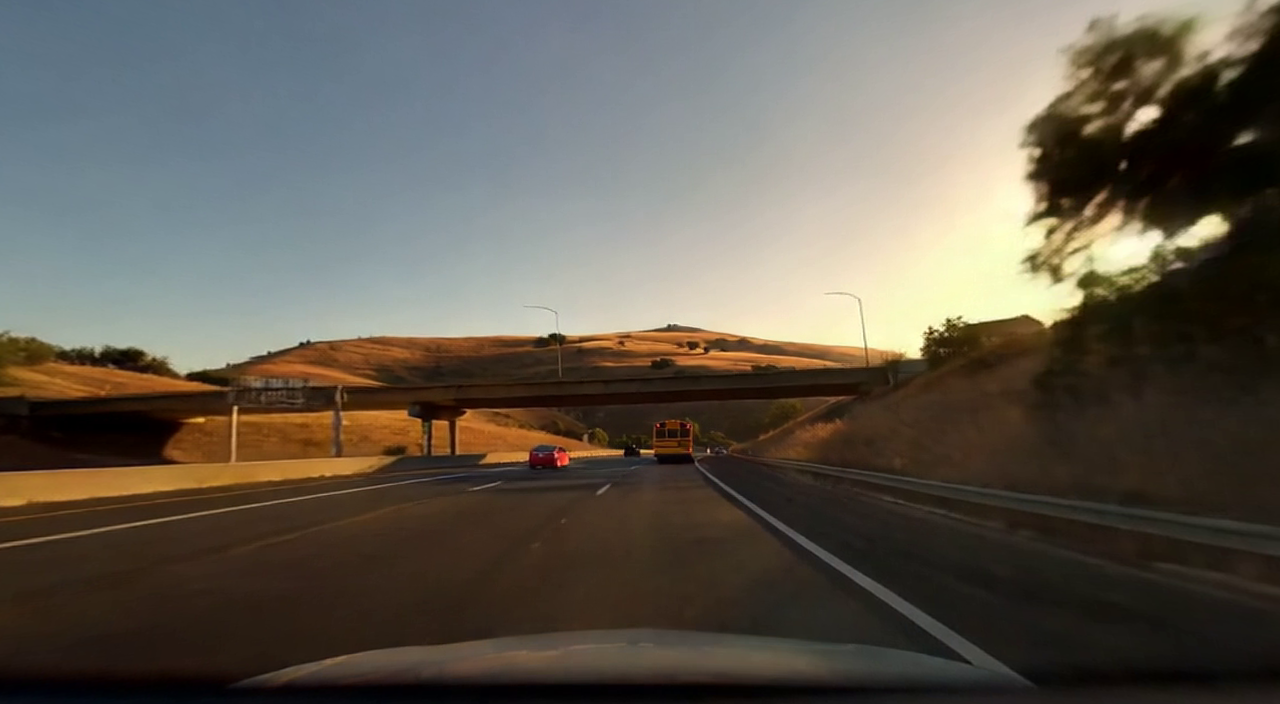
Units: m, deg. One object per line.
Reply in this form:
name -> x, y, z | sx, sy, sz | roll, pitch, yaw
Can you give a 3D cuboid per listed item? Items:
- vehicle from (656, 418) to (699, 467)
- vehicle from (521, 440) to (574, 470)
vehicle -> 2.947, 6.886, 48.076 | 2.945, 3.295, 10.406 | -1, -8, 4
vehicle -> -5.584, 6.277, 38.690 | 2.172, 1.689, 4.625 | -1, -8, 4
